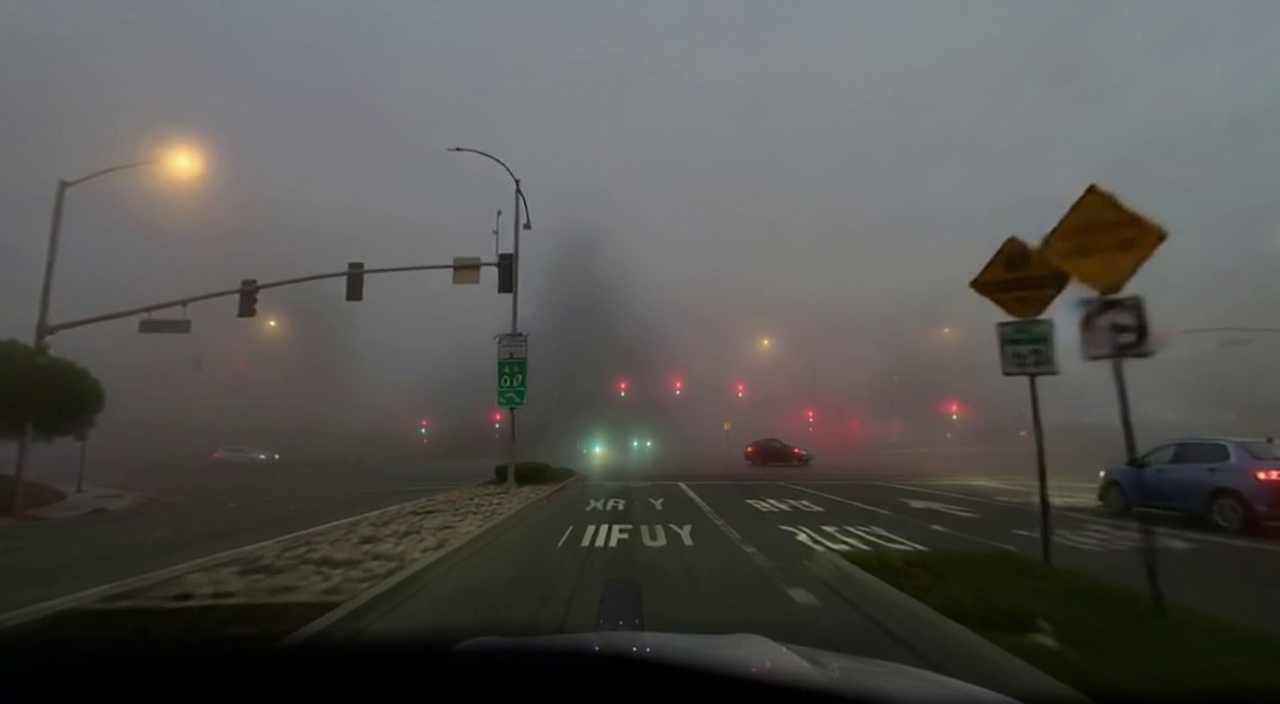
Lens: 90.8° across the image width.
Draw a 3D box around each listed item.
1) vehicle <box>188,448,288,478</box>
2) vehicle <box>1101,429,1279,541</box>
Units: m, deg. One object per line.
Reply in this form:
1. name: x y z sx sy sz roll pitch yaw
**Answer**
1. vehicle: -24.728 6.839 39.003 4.706 1.734 2.253 -1 -8 6
2. vehicle: 9.593 1.934 9.475 1.933 1.500 4.458 0 -8 -1
